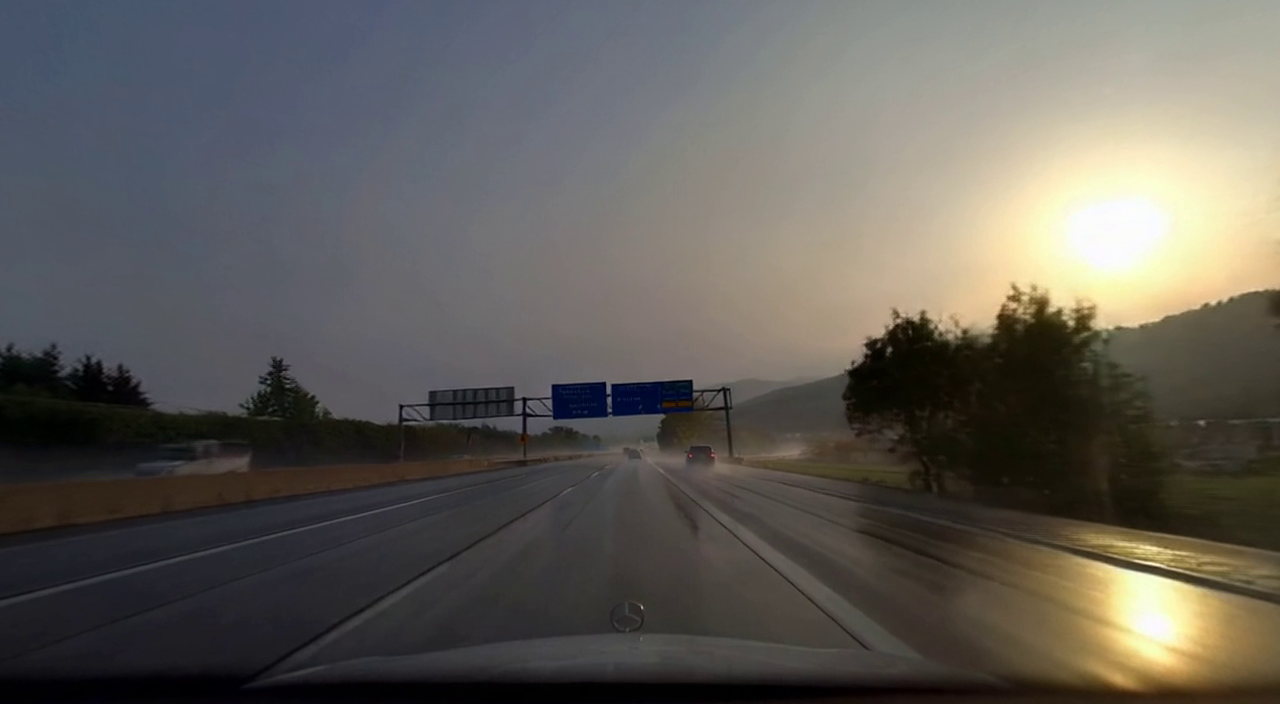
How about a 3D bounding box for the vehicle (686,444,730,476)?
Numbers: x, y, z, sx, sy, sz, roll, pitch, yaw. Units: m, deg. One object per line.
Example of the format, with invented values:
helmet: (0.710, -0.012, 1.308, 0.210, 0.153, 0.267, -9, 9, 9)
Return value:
vehicle: (3.943, 6.344, 37.337, 2.133, 1.746, 4.511, 0, -9, 0)
